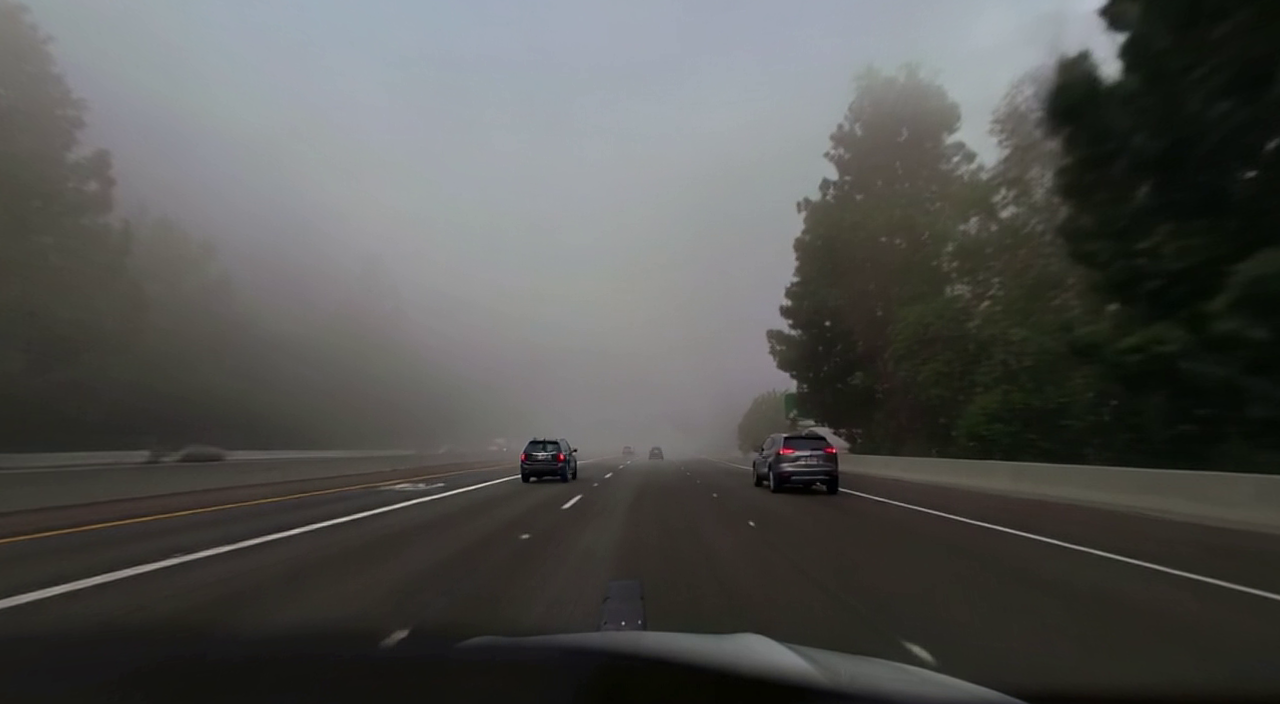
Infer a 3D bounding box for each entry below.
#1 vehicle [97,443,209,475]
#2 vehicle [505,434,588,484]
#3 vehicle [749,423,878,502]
[{"bbox_3d":[-24.282,5.328,31.559,1.820,1.468,4.624,0,-8,1],"label":"vehicle"},{"bbox_3d":[-3.216,3.800,22.552,2.166,1.608,4.297,0,-8,2],"label":"vehicle"},{"bbox_3d":[4.390,2.866,16.737,2.149,1.796,4.487,0,-8,0],"label":"vehicle"}]
